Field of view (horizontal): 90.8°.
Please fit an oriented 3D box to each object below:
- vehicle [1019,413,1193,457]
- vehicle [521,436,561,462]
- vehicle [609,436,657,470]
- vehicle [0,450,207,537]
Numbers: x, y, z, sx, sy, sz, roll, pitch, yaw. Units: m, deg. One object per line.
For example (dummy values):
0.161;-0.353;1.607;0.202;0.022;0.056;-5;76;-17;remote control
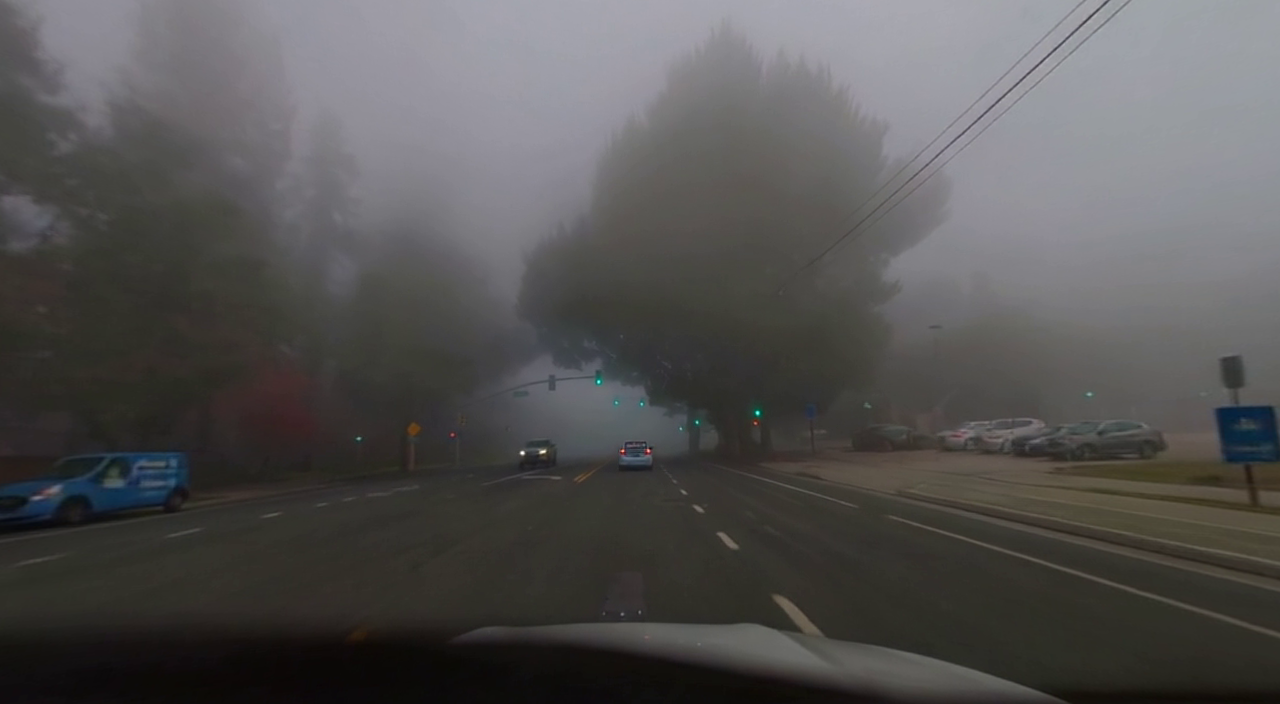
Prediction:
16.681;3.003;22.823;4.658;1.495;1.978;0;-9;1;vehicle
-7.026;6.981;45.372;2.117;1.756;4.375;0;-9;0;vehicle
-0.300;4.689;29.498;2.104;1.462;3.991;0;-9;0;vehicle
-12.980;3.245;15.201;1.957;1.754;4.393;0;-9;0;vehicle
